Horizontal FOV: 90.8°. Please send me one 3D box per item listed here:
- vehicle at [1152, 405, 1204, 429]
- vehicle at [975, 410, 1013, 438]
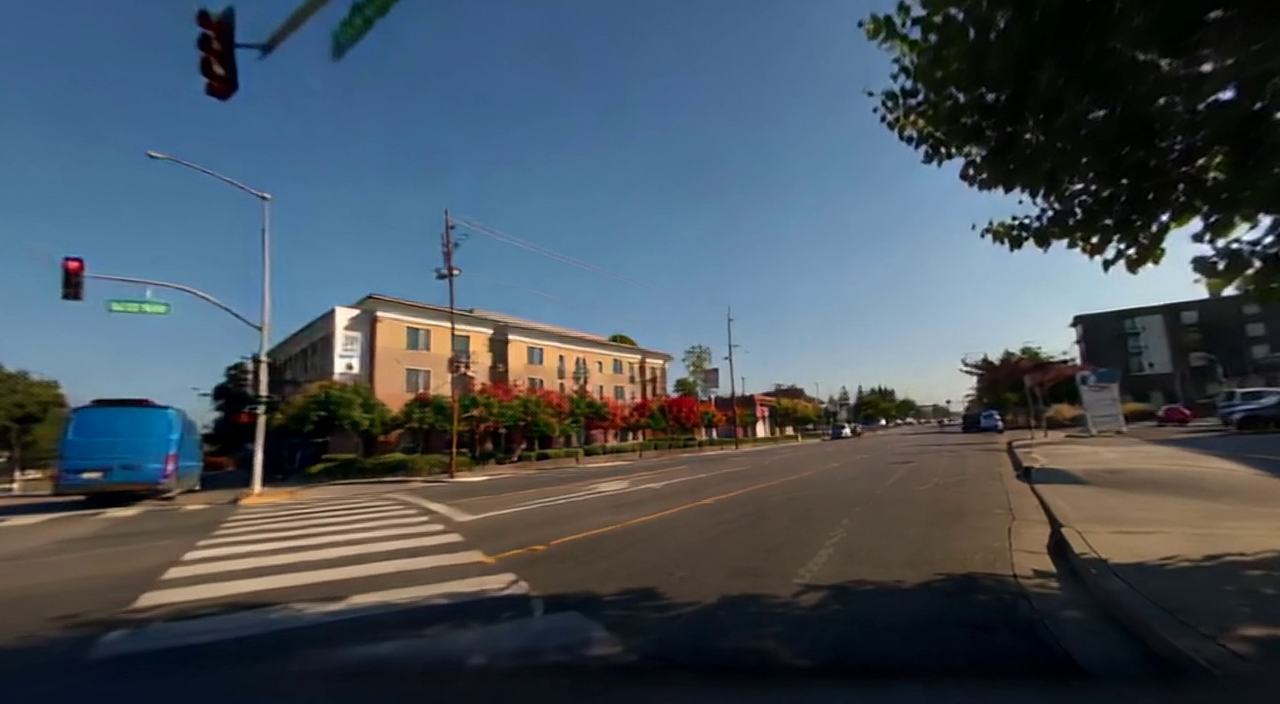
[{"bbox_3d":[35.721,4.368,42.057,1.919,1.411,4.440,-6,-10,32],"label":"vehicle"},{"bbox_3d":[26.935,5.526,48.007,2.194,1.896,5.049,-5,-10,31],"label":"vehicle"}]
